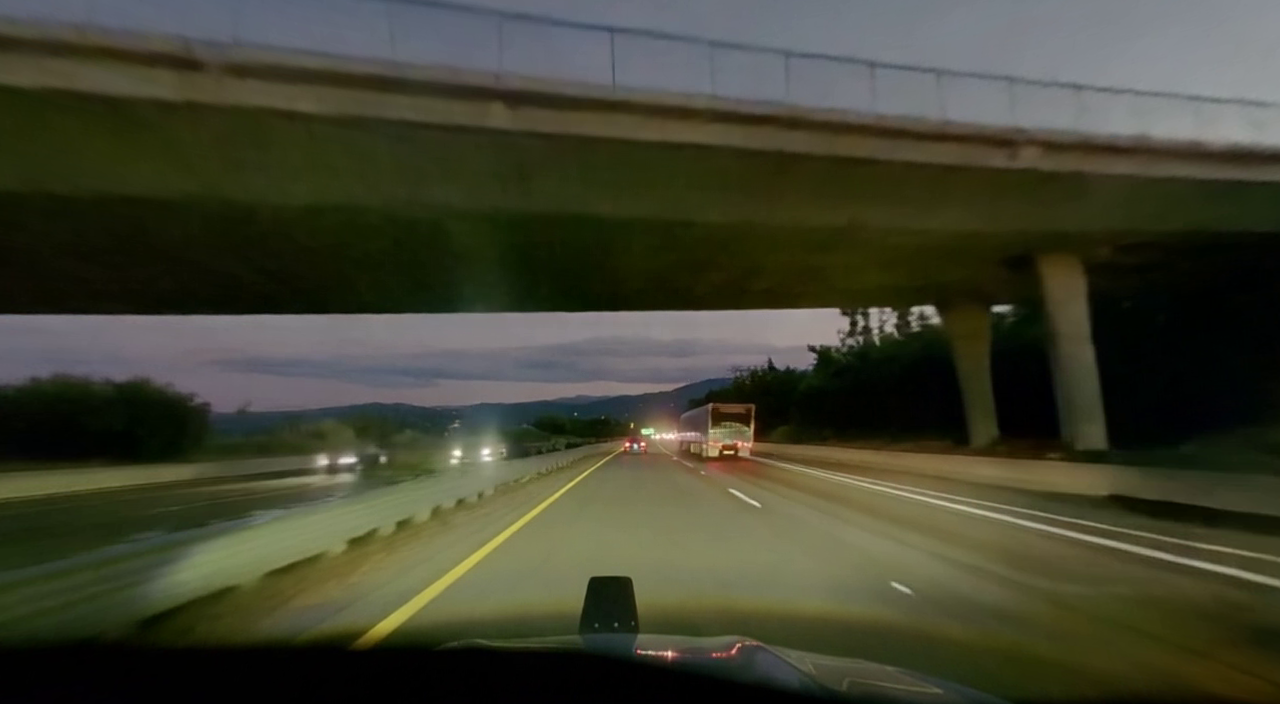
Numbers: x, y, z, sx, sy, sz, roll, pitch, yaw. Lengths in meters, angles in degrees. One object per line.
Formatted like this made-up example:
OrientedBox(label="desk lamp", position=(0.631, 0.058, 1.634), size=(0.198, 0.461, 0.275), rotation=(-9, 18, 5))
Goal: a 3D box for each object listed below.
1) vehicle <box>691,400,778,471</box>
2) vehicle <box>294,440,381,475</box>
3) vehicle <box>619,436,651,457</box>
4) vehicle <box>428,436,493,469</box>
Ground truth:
OrientedBox(label="vehicle", position=(3.923, 3.665, 27.783), size=(2.715, 2.746, 6.550), rotation=(0, -8, -1))
OrientedBox(label="vehicle", position=(-13.183, 4.595, 27.748), size=(1.816, 1.362, 4.068), rotation=(0, -8, 1))
OrientedBox(label="vehicle", position=(-0.311, 6.163, 41.243), size=(1.996, 1.325, 4.029), rotation=(0, -8, 0))
OrientedBox(label="vehicle", position=(-8.773, 4.902, 31.109), size=(1.952, 1.521, 4.163), rotation=(0, -8, 0))
